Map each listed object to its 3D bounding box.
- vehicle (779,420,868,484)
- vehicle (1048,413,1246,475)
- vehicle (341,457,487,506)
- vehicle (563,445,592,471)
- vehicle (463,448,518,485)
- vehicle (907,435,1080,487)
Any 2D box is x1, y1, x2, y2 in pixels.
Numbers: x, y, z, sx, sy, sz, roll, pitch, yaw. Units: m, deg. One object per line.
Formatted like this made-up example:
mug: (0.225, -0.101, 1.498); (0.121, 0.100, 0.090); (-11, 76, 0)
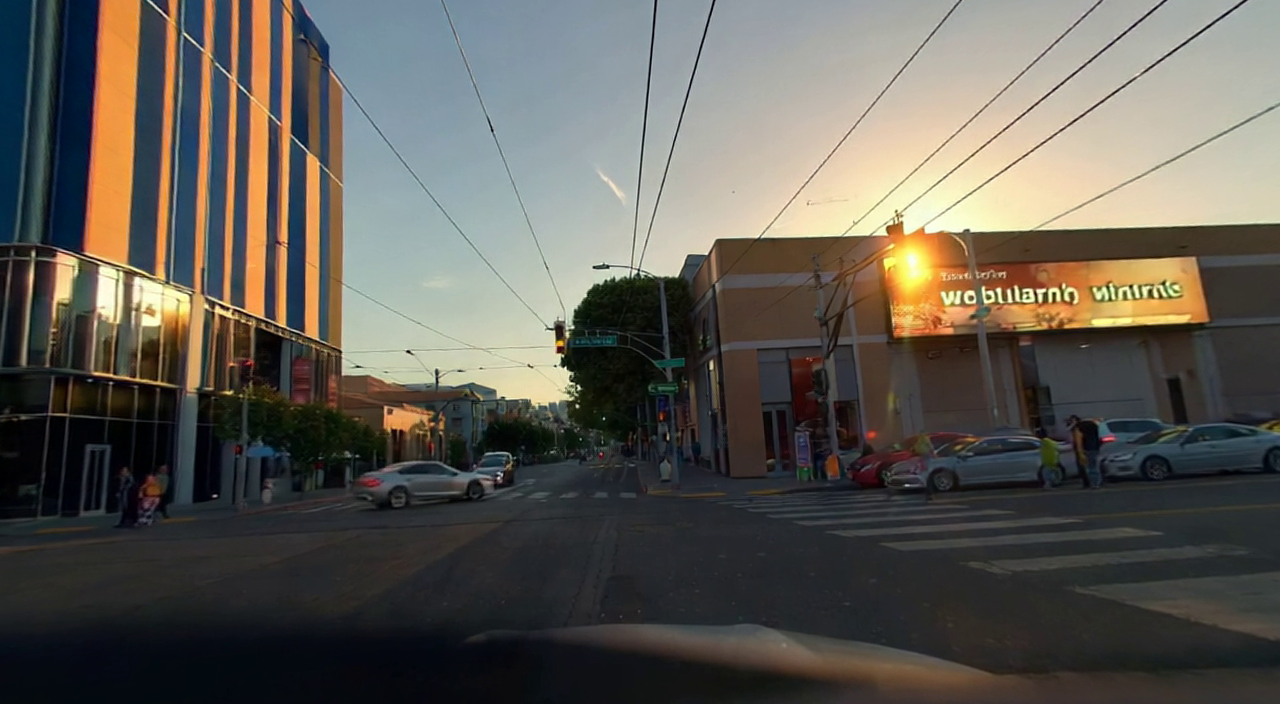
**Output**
vehicle: (7.578, 4.108, 26.631); (2.316, 2.425, 4.466); (1, -7, -2)
vehicle: (16.759, 3.049, 21.070); (4.944, 1.946, 1.952); (0, -8, -3)
vehicle: (-7.962, 4.549, 22.617); (1.797, 1.490, 4.549); (-8, -11, 41)
vehicle: (-4.815, 8.203, 49.169); (2.137, 1.910, 5.120); (1, -9, -4)
vehicle: (-8.453, 6.494, 36.146); (2.121, 1.792, 4.510); (-4, -8, -2)
vehicle: (11.395, 3.524, 20.546); (4.697, 1.510, 1.596); (0, -9, -4)
